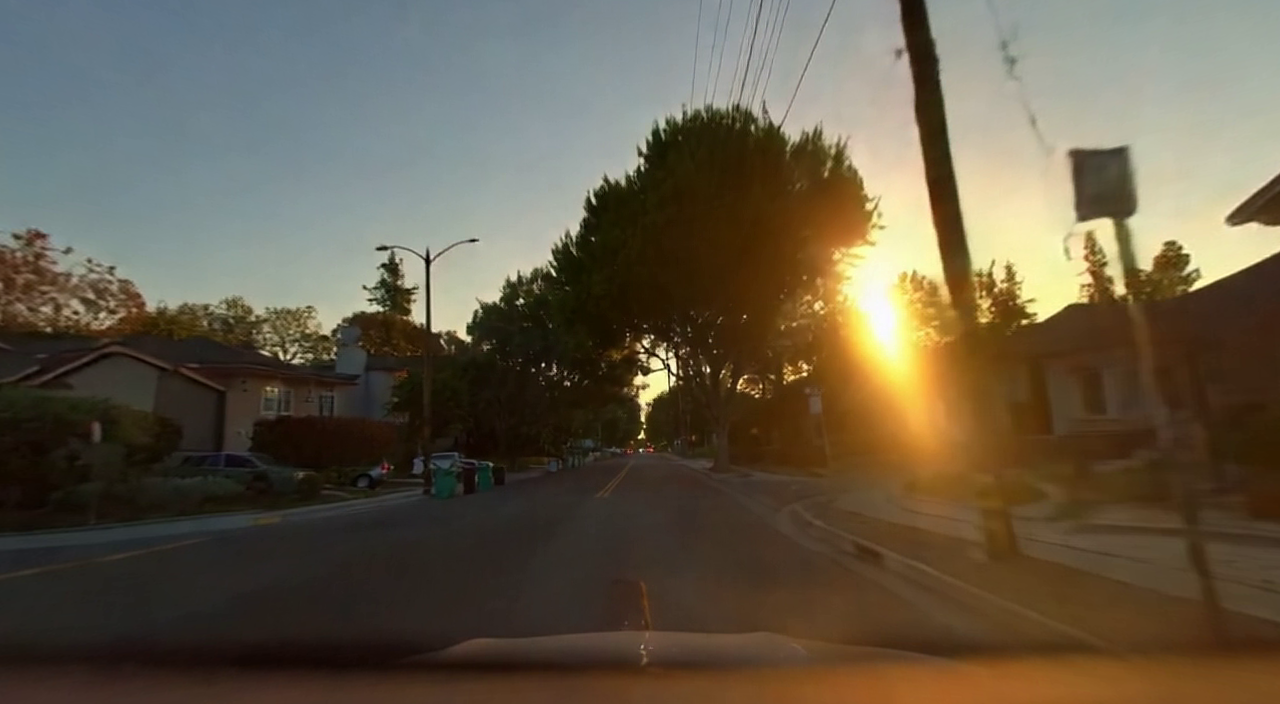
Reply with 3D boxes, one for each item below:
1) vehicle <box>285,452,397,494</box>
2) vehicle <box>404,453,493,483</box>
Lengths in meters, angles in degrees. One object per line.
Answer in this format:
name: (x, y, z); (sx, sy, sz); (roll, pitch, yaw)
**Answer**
vehicle: (-15.593, 6.321, 32.955); (4.903, 1.566, 2.215); (-7, -8, 9)
vehicle: (-10.194, 6.141, 33.579); (4.293, 1.484, 1.981); (3, -10, -23)
